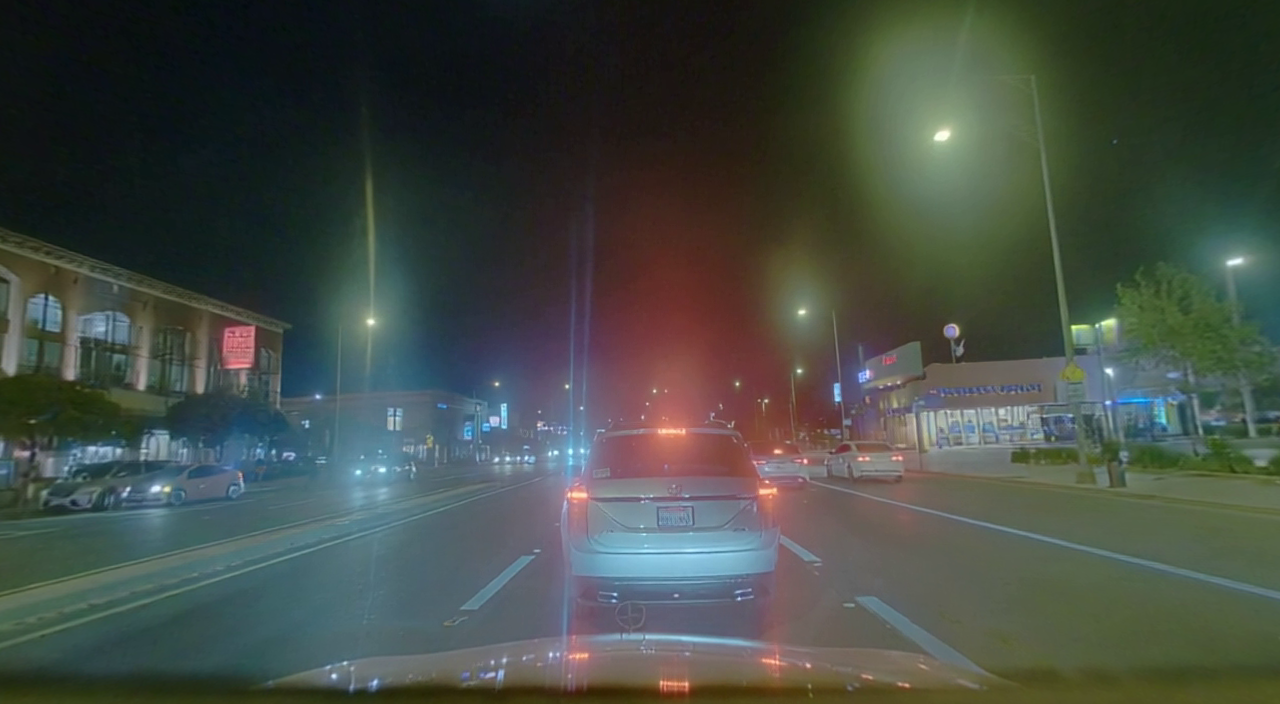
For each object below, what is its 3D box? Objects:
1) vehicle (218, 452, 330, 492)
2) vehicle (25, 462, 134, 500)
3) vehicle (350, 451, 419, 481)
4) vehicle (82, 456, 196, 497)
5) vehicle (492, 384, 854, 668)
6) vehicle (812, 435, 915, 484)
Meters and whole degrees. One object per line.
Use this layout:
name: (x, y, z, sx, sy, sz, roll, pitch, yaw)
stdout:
vehicle: (-17.416, 5.700, 30.329, 1.981, 1.659, 4.608, -3, -9, 13)
vehicle: (-28.666, 6.602, 32.431, 2.018, 1.716, 4.042, -1, -10, -5)
vehicle: (-13.745, 6.128, 34.160, 1.991, 1.486, 3.844, 0, -8, 2)
vehicle: (-25.862, 6.405, 32.806, 2.026, 1.808, 4.835, 0, -8, -2)
vehicle: (0.196, 1.309, 5.738, 2.125, 1.669, 3.880, 0, -8, 0)
vehicle: (7.325, 3.572, 21.187, 1.914, 1.470, 4.213, 0, -8, 0)
